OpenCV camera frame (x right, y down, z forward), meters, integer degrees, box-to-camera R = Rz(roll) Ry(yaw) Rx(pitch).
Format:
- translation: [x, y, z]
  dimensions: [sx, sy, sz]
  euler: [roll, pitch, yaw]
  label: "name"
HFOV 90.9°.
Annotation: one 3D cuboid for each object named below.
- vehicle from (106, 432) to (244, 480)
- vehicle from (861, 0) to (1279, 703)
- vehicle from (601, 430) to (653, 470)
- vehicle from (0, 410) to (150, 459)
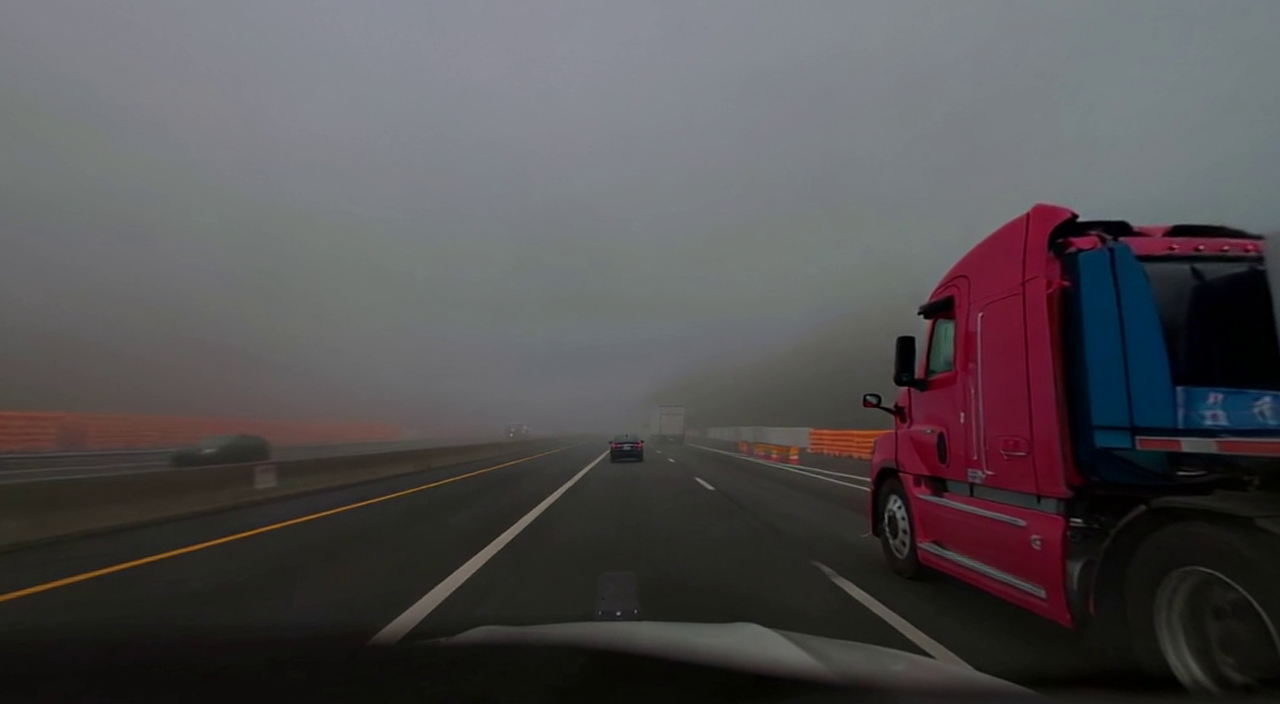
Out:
- translation: [-15.483, 3.449, 21.261]
  dimensions: [1.777, 1.458, 3.797]
  euler: [0, -8, 0]
  label: "vehicle"
- translation: [3.698, -0.283, 0.448]
  dimensions: [2.919, 3.634, 10.888]
  euler: [0, -8, -1]
  label: "vehicle"
- translation: [-0.504, 3.860, 25.095]
  dimensions: [1.929, 1.469, 3.677]
  euler: [0, -8, -1]
  label: "vehicle"
- translation: [-39.873, 5.819, 44.351]
  dimensions: [2.756, 3.070, 9.918]
  euler: [0, -8, 0]
  label: "vehicle"
